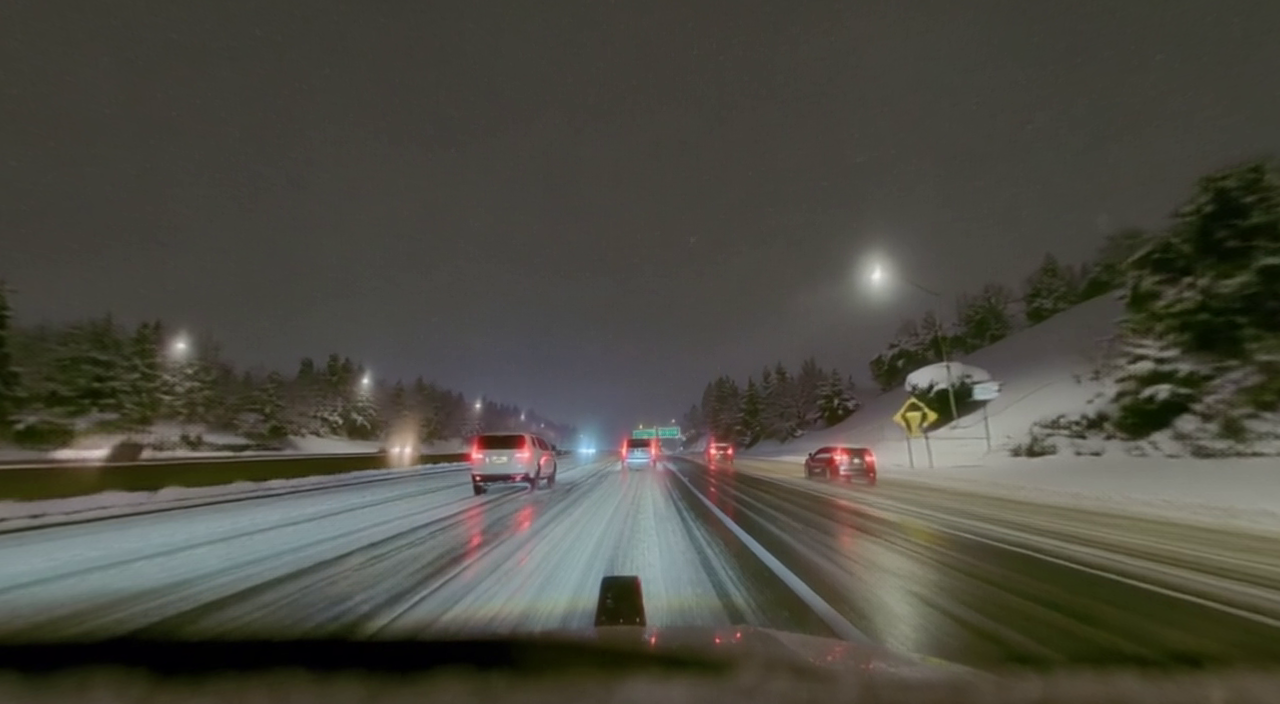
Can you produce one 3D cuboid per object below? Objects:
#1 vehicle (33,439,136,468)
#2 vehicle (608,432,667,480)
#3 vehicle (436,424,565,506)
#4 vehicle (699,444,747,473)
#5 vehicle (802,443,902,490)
[{"bbox_3d":[-33.688,6.157,38.365,1.934,1.644,4.487,-1,-9,4],"label":"vehicle"},{"bbox_3d":[-0.074,4.418,26.923,2.270,1.862,4.949,0,-9,1],"label":"vehicle"},{"bbox_3d":[-3.281,2.771,15.809,2.142,1.759,4.297,0,-9,1],"label":"vehicle"},{"bbox_3d":[4.400,5.721,34.042,2.005,1.456,4.287,0,-9,0],"label":"vehicle"},{"bbox_3d":[7.234,3.943,22.017,1.936,1.480,4.373,0,-9,0],"label":"vehicle"}]
